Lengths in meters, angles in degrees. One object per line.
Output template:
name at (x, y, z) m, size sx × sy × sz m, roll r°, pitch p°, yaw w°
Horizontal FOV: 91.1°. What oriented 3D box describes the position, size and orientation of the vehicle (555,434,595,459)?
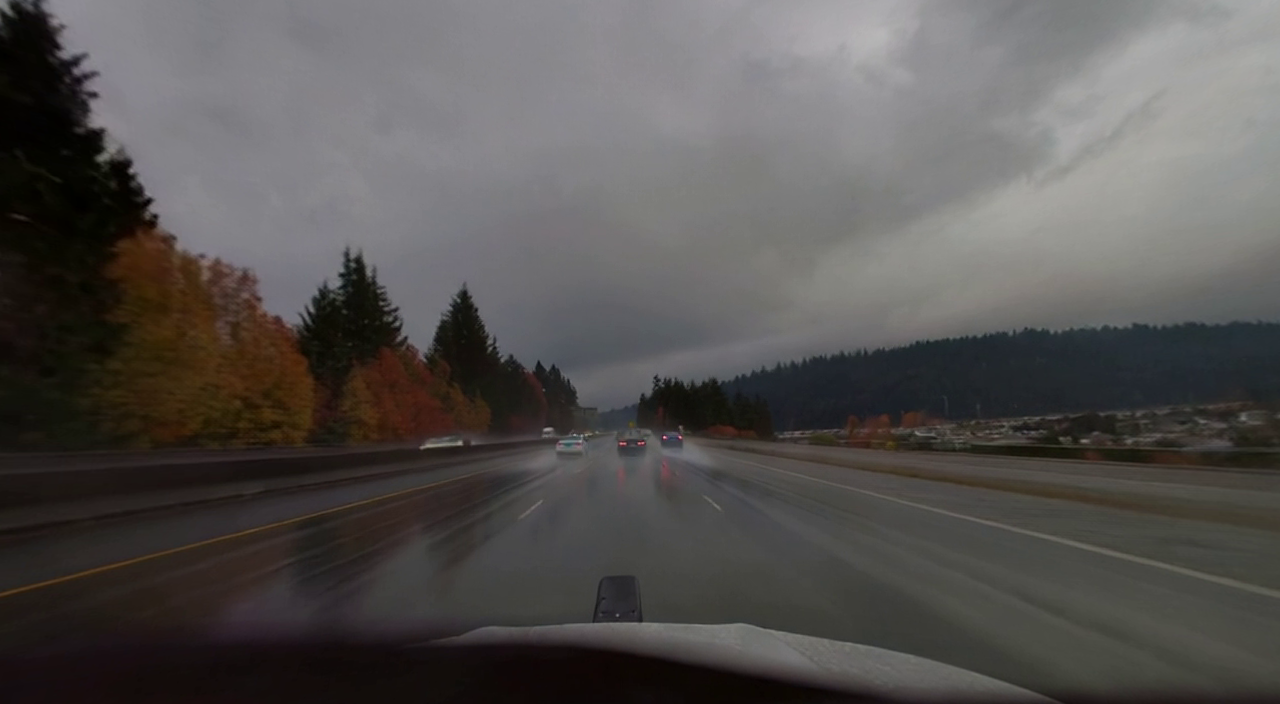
vehicle at (-4.116, 6.078, 40.520) m, size 2.103 × 1.507 × 4.367 m, roll 0°, pitch -8°, yaw 0°
